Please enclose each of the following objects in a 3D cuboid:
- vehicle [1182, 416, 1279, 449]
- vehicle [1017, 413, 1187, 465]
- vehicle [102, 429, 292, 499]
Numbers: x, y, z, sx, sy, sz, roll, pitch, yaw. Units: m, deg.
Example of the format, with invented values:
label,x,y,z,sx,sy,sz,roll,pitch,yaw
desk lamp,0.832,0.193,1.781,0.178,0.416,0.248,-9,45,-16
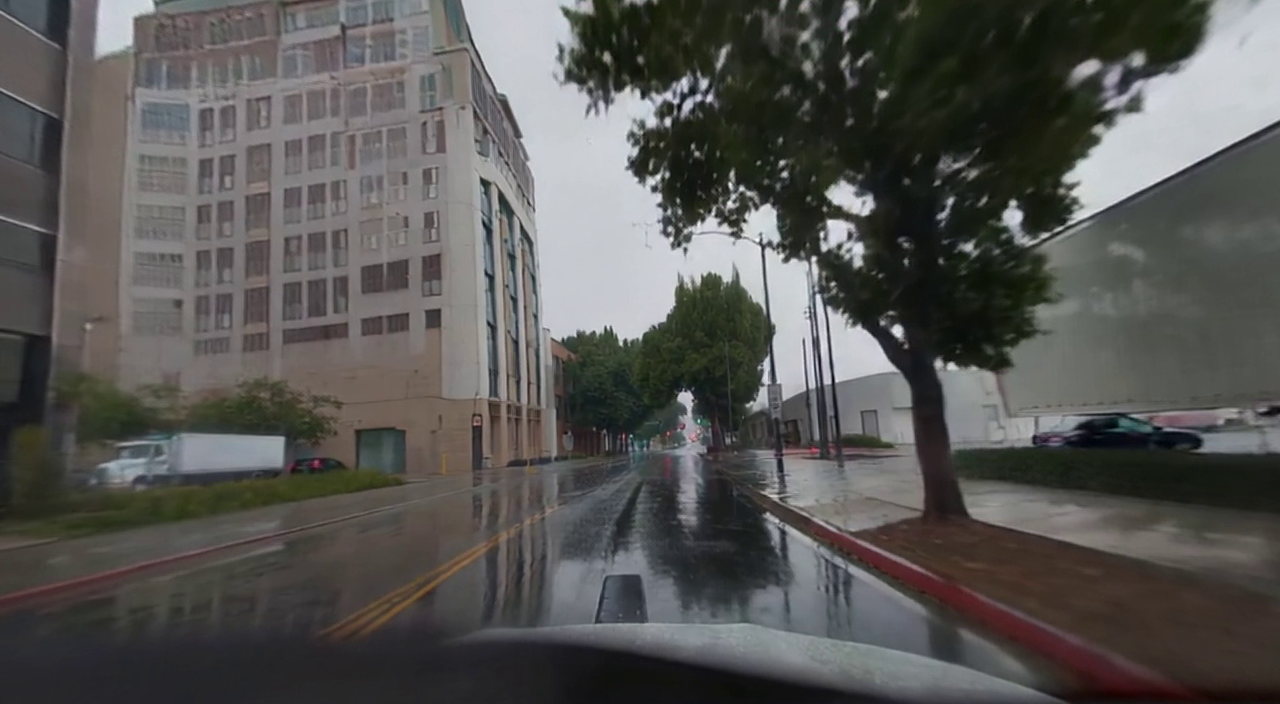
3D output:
label,x,y,z,sx,sy,sz,roll,pitch,yaw
vehicle,27.120,3.646,28.308,3.531,1.414,1.906,-1,-9,5
vehicle,14.927,2.850,20.499,3.997,1.579,1.799,-1,-9,3
vehicle,-19.749,4.952,28.662,2.166,2.698,7.006,-7,-9,20
